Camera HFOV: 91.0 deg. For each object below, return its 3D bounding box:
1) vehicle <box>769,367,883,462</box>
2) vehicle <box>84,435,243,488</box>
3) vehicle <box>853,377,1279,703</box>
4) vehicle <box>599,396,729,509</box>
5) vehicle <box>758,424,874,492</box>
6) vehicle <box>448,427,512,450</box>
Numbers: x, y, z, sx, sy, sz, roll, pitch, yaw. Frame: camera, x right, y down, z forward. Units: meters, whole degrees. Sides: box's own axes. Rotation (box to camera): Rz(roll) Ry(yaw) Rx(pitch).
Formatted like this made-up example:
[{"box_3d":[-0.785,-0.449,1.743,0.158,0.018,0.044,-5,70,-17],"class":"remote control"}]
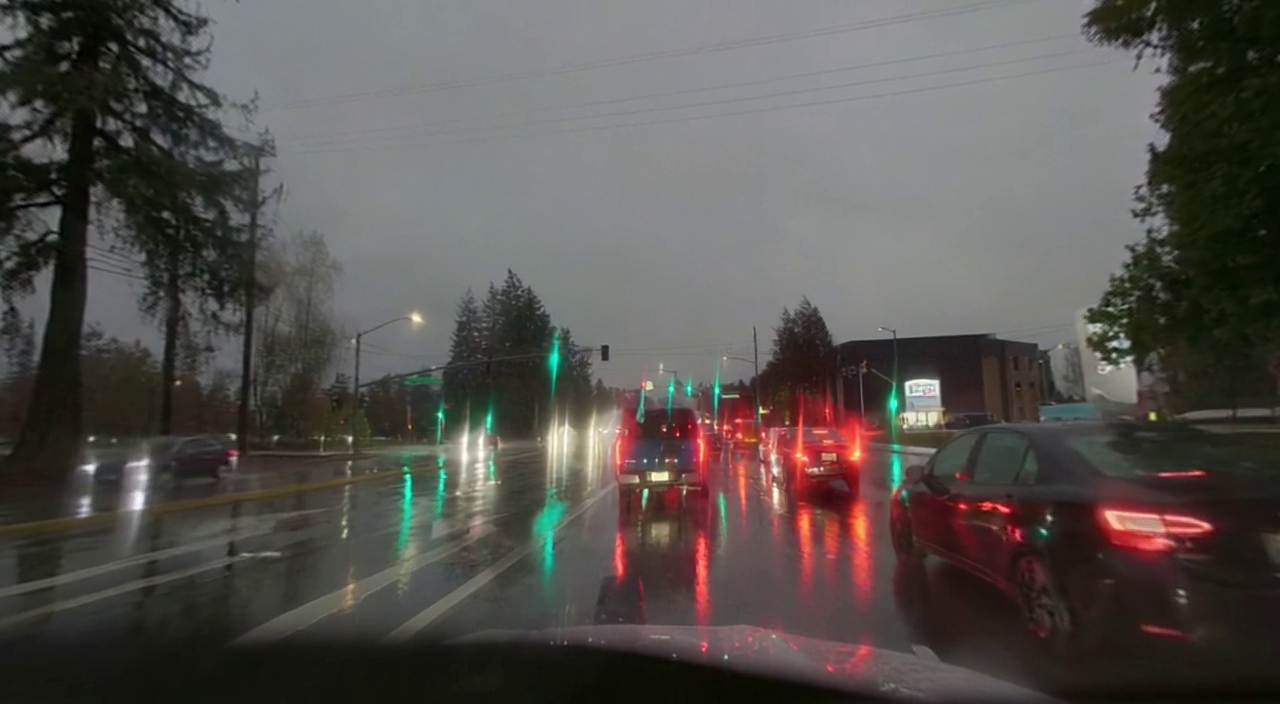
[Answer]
[{"box_3d":[8.567,3.229,30.428,2.965,3.900,9.064,0,-9,2],"class":"vehicle"},{"box_3d":[-17.020,3.904,22.808,1.950,1.713,4.406,-1,-9,7],"class":"vehicle"},{"box_3d":[3.349,1.197,5.031,2.109,1.500,4.585,-1,-9,6],"class":"vehicle"},{"box_3d":[0.601,2.030,12.915,2.188,1.892,4.488,-1,-9,5],"class":"vehicle"},{"box_3d":[4.174,2.606,15.668,1.862,1.451,4.083,0,-9,2],"class":"vehicle"},{"box_3d":[-12.362,6.764,48.836,2.018,1.715,4.451,-7,-11,37],"class":"vehicle"}]
